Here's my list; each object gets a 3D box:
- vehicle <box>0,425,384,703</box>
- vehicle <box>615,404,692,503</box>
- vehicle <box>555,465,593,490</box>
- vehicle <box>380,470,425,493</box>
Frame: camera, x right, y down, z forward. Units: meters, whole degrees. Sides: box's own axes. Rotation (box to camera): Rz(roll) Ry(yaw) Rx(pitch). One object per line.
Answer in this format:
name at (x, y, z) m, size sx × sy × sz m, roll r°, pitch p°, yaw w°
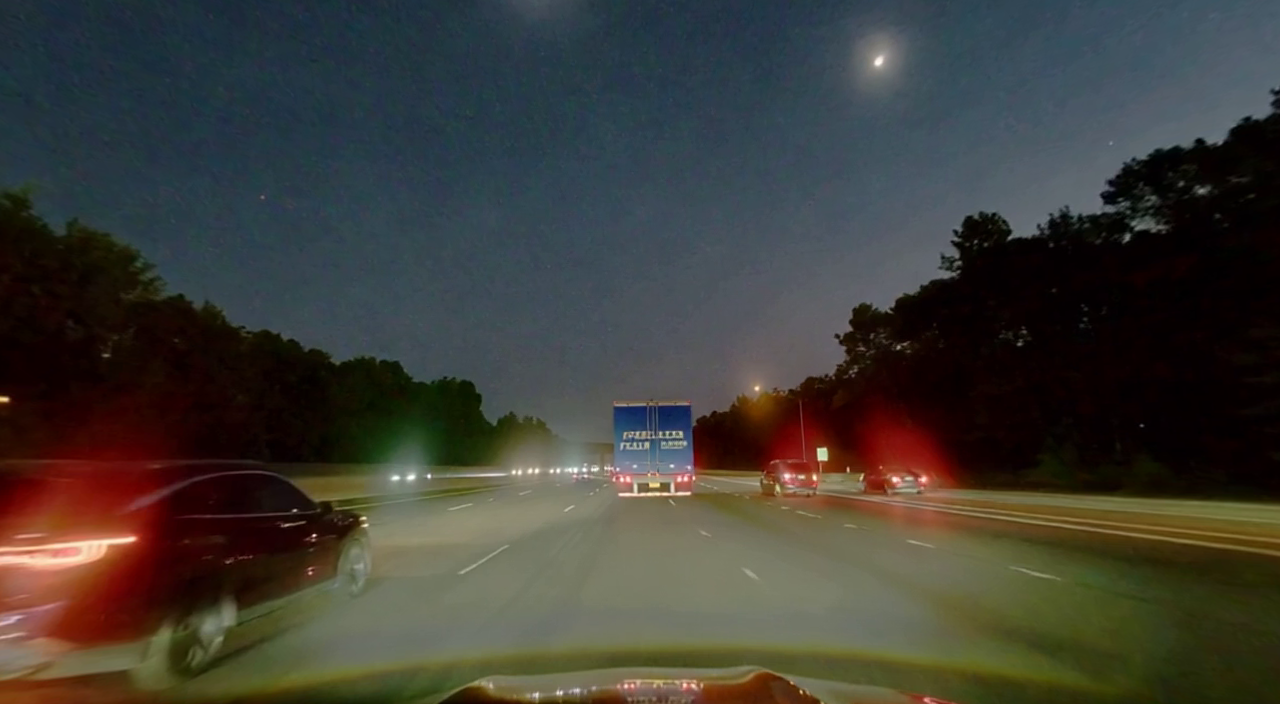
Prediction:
vehicle at (-4.089, 1.509, 5.199) m, size 1.978 × 1.516 × 4.617 m, roll 1°, pitch -10°, yaw 0°
vehicle at (0.469, 4.848, 29.595) m, size 2.980 × 3.834 × 9.423 m, roll 1°, pitch -10°, yaw -1°
vehicle at (-4.350, 8.346, 42.166) m, size 2.060 × 1.535 × 4.109 m, roll 1°, pitch -10°, yaw 1°
vehicle at (-16.319, 8.873, 43.408) m, size 1.762 × 1.459 × 3.631 m, roll 1°, pitch -10°, yaw -2°
